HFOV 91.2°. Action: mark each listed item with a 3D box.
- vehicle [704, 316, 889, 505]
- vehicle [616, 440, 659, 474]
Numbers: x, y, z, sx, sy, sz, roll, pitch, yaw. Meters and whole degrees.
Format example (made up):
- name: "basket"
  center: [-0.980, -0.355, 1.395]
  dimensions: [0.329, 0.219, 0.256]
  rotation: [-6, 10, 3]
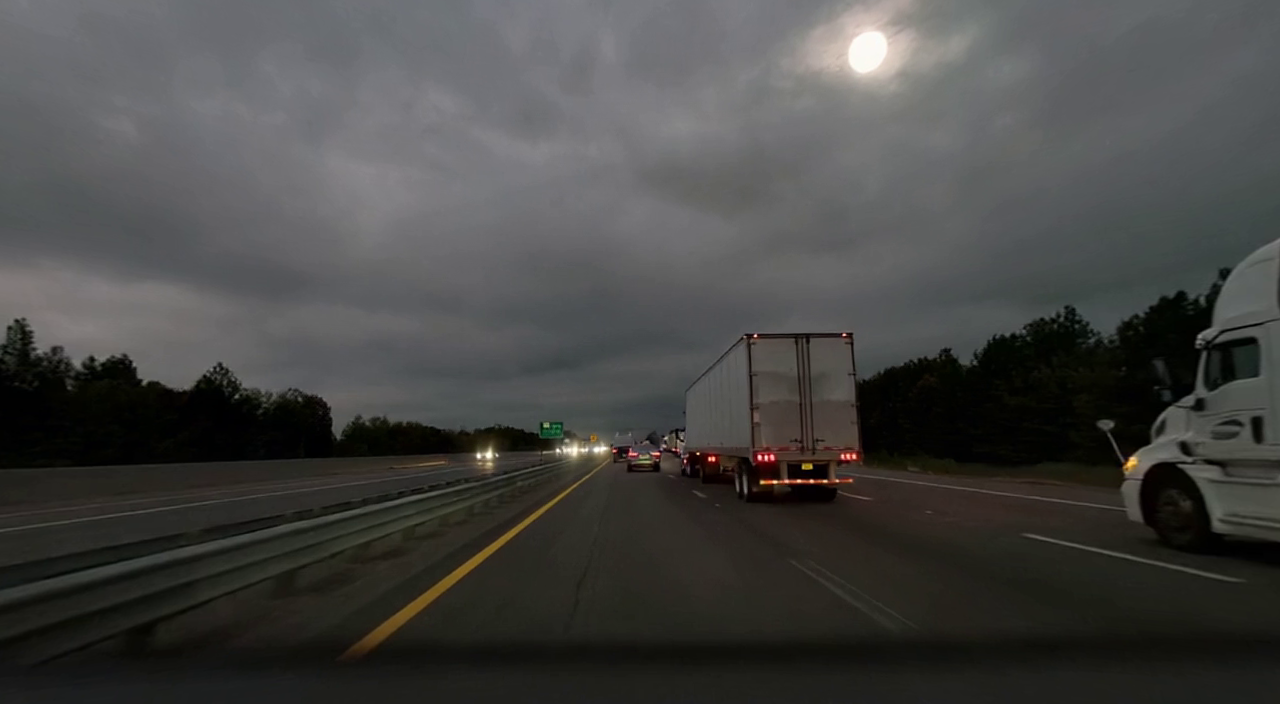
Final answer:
- name: "vehicle"
  center: [3.779, 1.868, 17.776]
  dimensions: [2.816, 4.086, 8.486]
  rotation: [0, -9, -1]
- name: "vehicle"
  center: [-0.055, 5.509, 33.060]
  dimensions: [2.127, 1.642, 3.899]
  rotation: [-1, -9, 2]
